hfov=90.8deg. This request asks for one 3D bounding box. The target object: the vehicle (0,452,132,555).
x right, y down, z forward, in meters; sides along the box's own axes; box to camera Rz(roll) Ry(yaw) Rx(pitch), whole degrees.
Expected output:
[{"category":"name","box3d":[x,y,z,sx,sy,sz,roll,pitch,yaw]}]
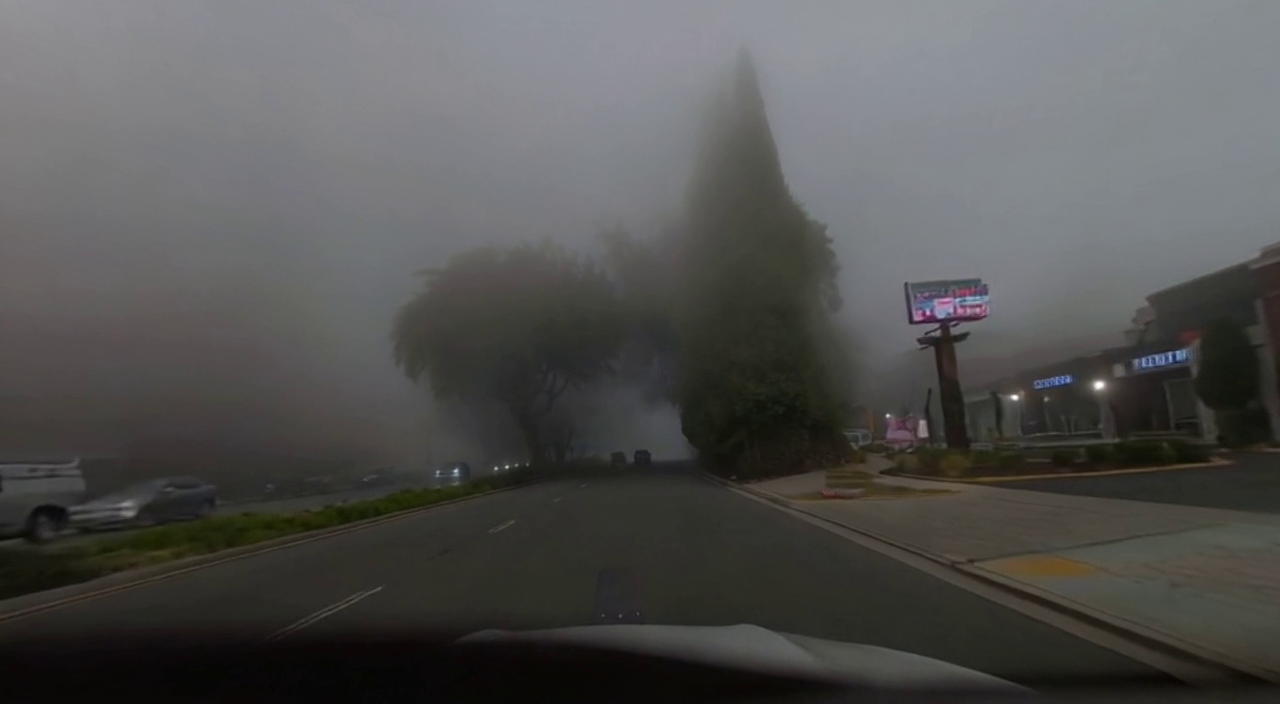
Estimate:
[{"category":"vehicle","box3d":[-12.629,2.796,11.706,2.306,1.807,4.927,0,-9,0]}]

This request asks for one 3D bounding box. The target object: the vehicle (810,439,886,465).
[{"category":"vehicle","box3d":[14.656,7.046,44.621,4.577,1.750,2.115,1,-9,-6]}]

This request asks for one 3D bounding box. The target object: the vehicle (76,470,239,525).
[{"category":"vehicle","box3d":[-16.002,4.813,21.340,1.940,1.492,4.495,0,-9,0]}]
